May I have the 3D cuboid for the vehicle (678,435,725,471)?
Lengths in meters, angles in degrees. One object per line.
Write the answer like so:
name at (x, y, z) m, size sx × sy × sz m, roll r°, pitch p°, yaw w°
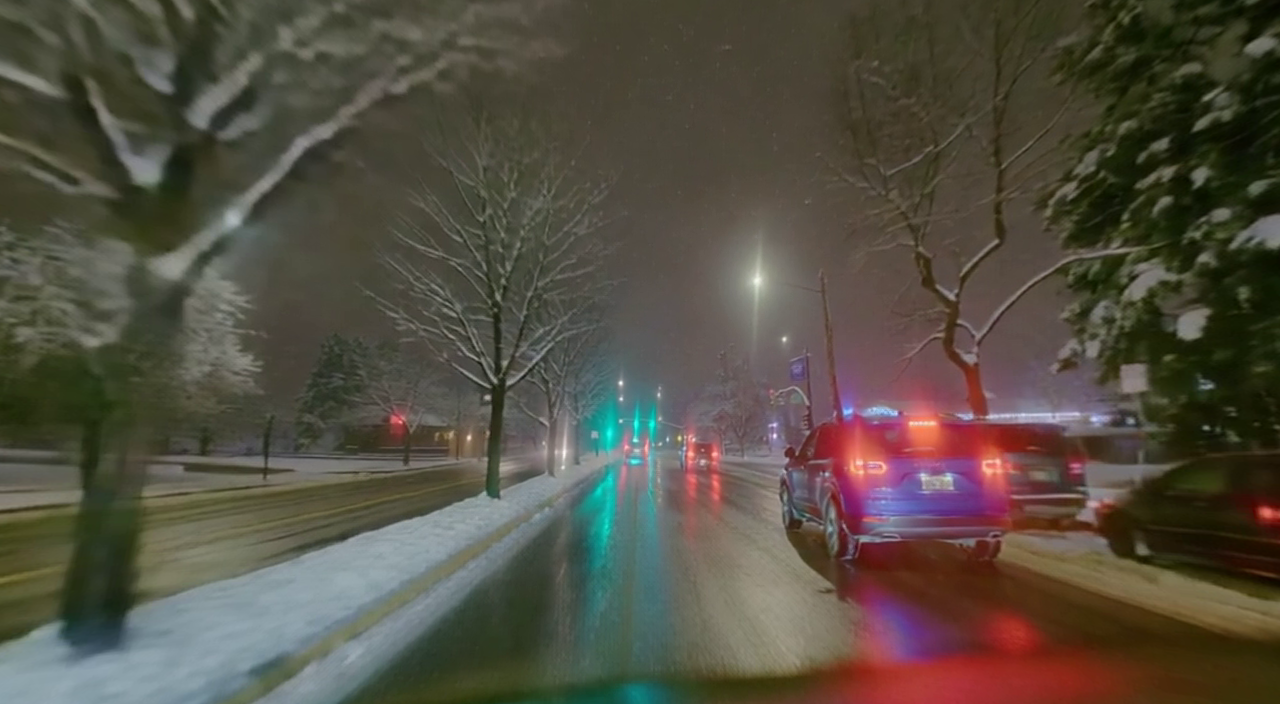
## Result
vehicle at (3.298, 5.551, 34.877) m, size 2.085 × 1.828 × 5.383 m, roll 0°, pitch -8°, yaw 0°

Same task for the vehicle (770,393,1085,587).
vehicle at (3.237, 1.653, 8.324) m, size 2.033 × 1.865 × 4.360 m, roll 0°, pitch -8°, yaw -1°

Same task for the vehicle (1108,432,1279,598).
vehicle at (7.245, 1.587, 6.062) m, size 1.901 × 1.620 × 4.565 m, roll 0°, pitch -8°, yaw 0°

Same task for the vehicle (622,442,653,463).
vehicle at (-0.158, 7.274, 45.670) m, size 2.131 × 1.474 × 4.146 m, roll 0°, pitch -8°, yaw 0°
